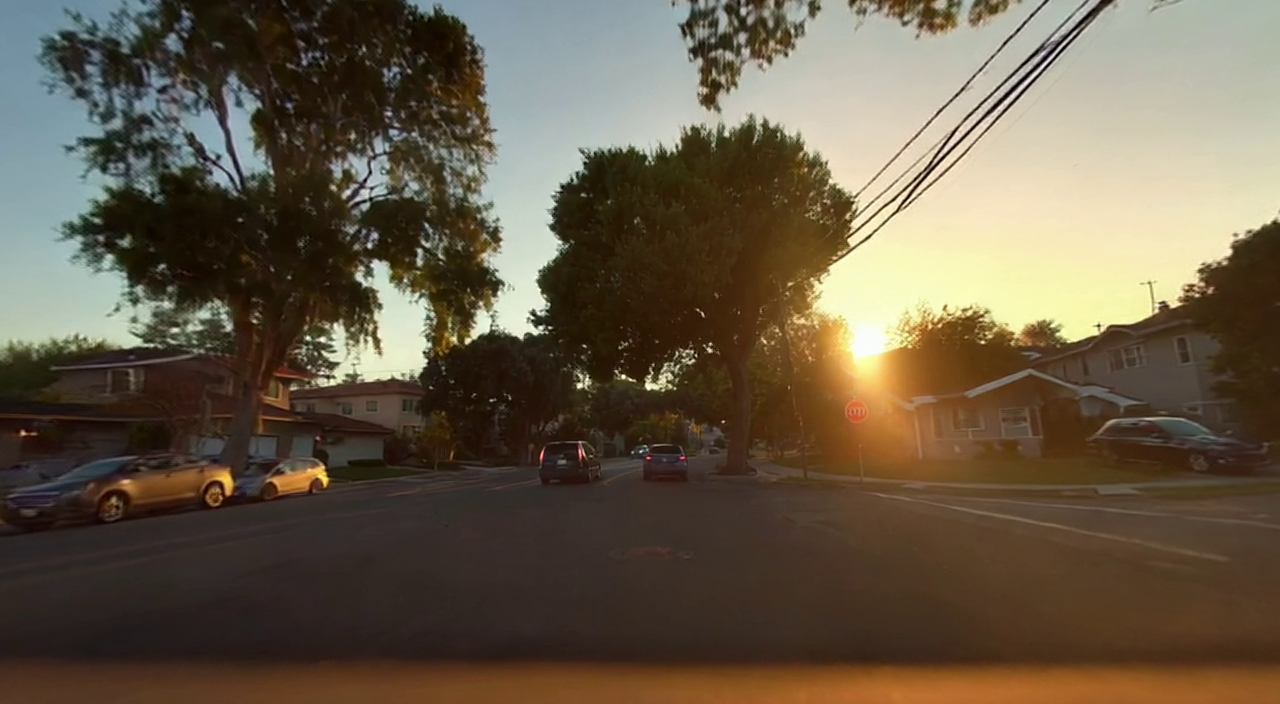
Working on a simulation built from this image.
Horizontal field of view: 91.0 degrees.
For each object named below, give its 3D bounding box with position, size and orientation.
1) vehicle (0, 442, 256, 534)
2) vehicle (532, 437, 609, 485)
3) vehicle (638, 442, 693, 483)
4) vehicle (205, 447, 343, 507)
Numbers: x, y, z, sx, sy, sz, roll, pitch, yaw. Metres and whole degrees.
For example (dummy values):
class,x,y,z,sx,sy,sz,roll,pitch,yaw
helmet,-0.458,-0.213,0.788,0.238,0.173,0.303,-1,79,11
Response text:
class,x,y,z,sx,sy,sz,roll,pitch,yaw
vehicle,-13.685,3.625,17.436,2.191,1.980,5.888,-4,-10,3
vehicle,-2.574,4.200,24.624,2.178,1.695,4.339,-1,-8,5
vehicle,1.077,4.265,24.660,1.955,1.459,4.383,-1,-8,5
vehicle,-13.175,4.514,23.087,2.076,1.864,4.730,-3,-10,2
